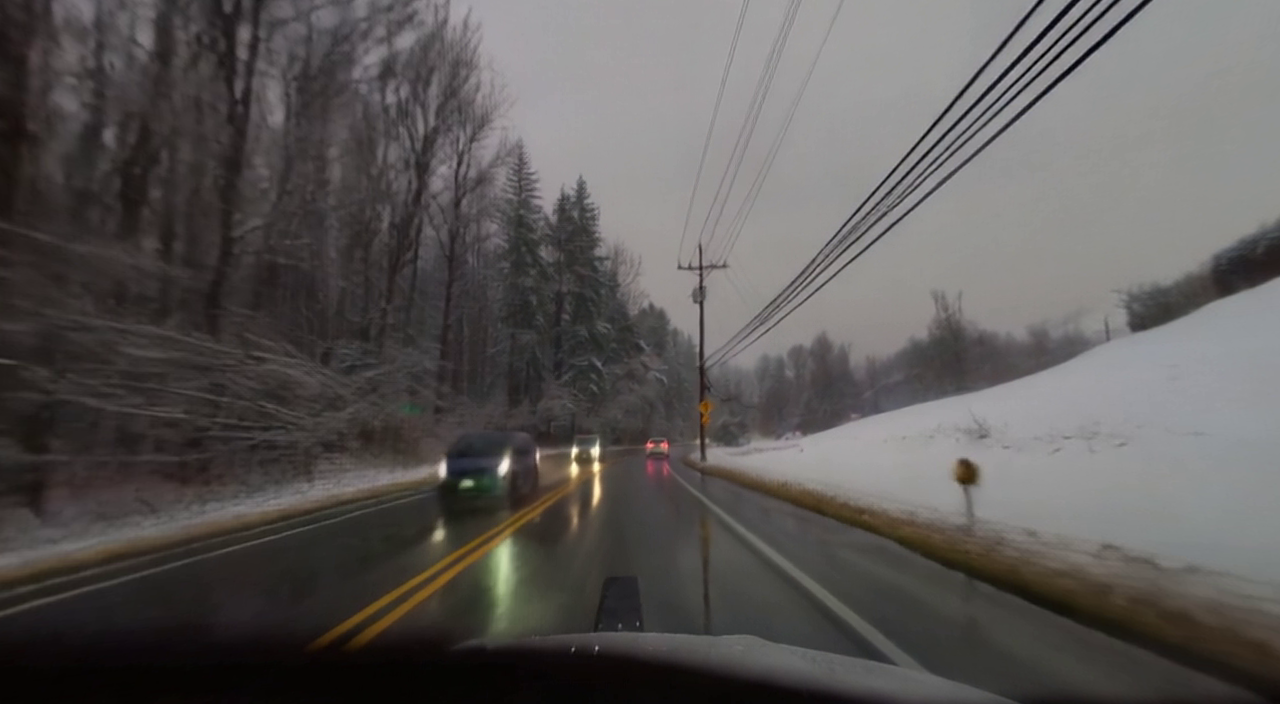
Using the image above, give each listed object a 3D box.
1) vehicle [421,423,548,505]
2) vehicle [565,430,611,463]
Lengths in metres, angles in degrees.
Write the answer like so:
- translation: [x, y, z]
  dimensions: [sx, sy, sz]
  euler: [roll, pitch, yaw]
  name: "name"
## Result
- translation: [-3.815, 2.853, 16.514]
  dimensions: [2.120, 1.821, 4.650]
  euler: [0, -8, 0]
  name: "vehicle"
- translation: [-3.291, 6.186, 41.197]
  dimensions: [2.343, 1.998, 4.973]
  euler: [-1, -8, 3]
  name: "vehicle"
